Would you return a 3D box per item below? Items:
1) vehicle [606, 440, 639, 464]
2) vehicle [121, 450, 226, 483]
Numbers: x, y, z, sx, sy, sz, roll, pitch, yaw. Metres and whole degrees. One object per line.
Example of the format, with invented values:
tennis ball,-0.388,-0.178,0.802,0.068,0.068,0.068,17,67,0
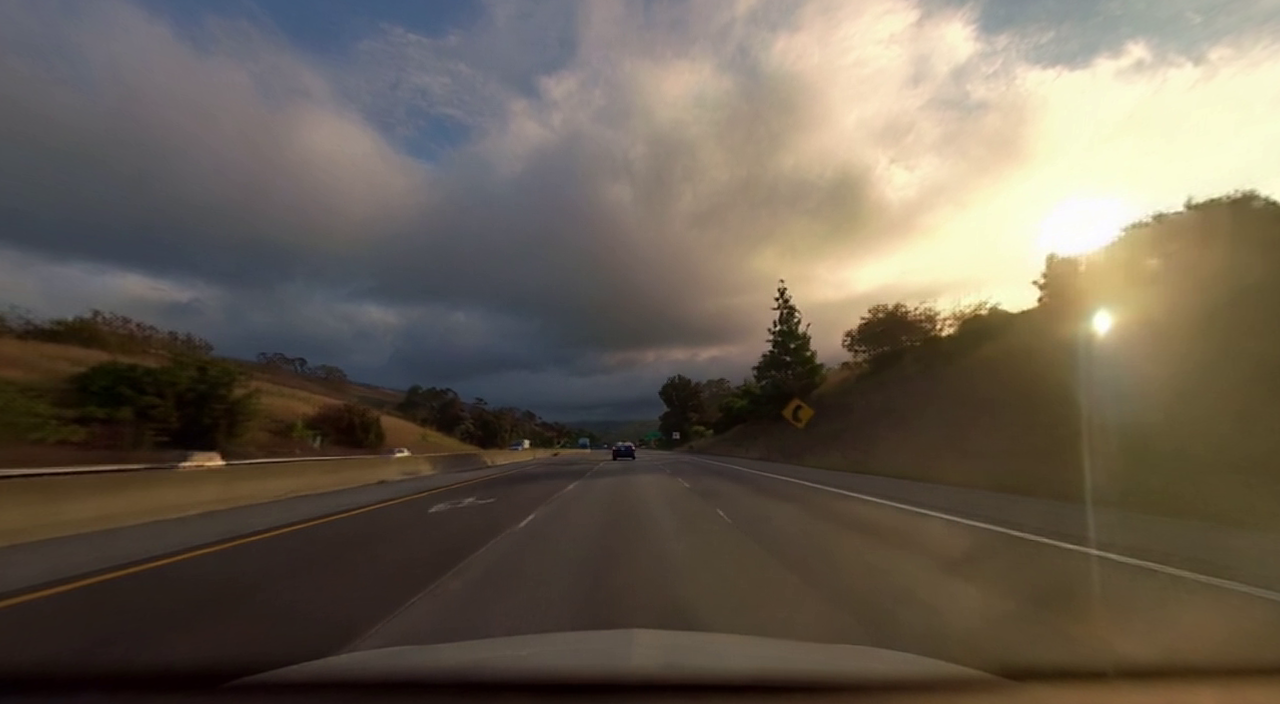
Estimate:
vehicle,-1.184,6.880,43.529,2.158,1.562,4.373,0,-8,-1
vehicle,-24.069,5.886,32.728,1.996,1.493,4.570,0,-8,-1
